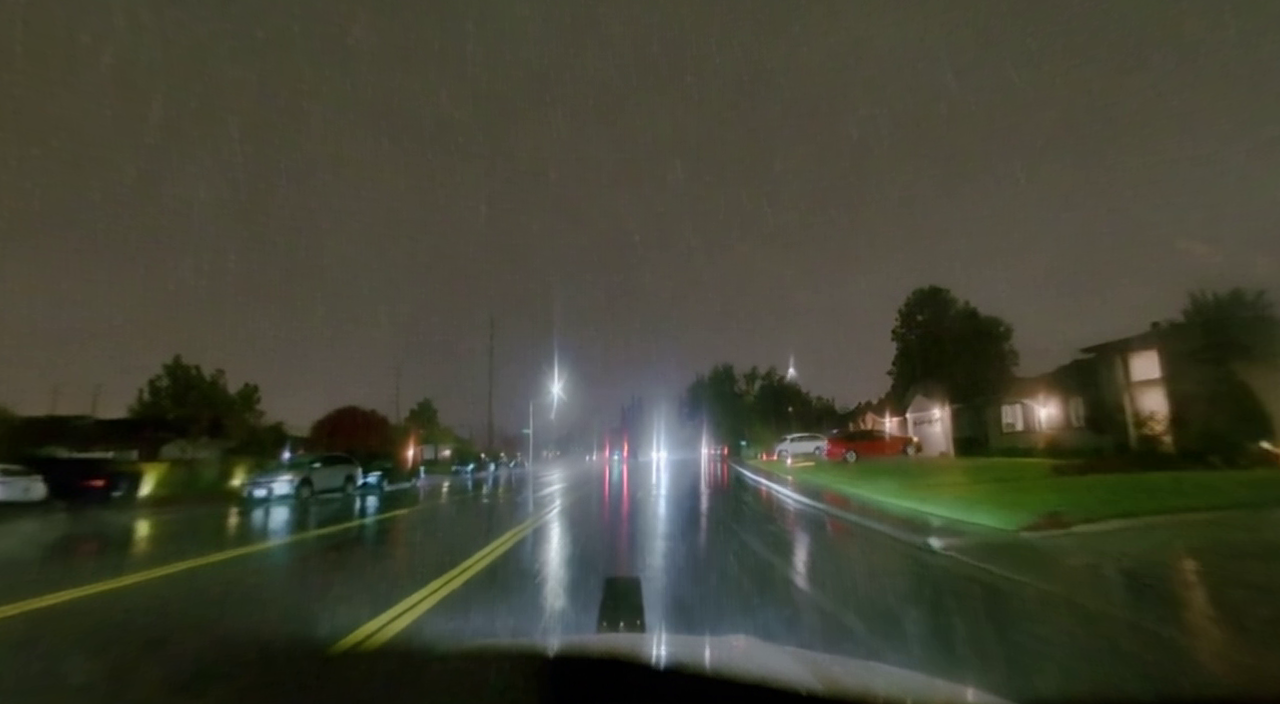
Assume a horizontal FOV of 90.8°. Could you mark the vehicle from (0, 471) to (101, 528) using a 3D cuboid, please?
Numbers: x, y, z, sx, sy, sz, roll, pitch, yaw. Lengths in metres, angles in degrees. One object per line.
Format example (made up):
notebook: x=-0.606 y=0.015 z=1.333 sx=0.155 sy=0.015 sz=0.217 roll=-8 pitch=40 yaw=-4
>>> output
vehicle: x=-18.416 y=4.246 z=18.245 sx=1.872 sy=1.396 sz=4.150 roll=-1 pitch=-8 yaw=3

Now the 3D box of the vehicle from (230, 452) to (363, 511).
vehicle: x=-13.637 y=5.100 z=25.577 sx=2.157 sy=1.882 sz=5.479 roll=-5 pitch=-9 yaw=3

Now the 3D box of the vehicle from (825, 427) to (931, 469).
vehicle: x=11.694 y=4.762 z=31.299 sx=4.383 sy=1.602 sz=1.920 roll=-5 pitch=-9 yaw=2

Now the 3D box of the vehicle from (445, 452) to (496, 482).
vehicle: x=-12.024 y=8.163 z=45.094 sx=2.009 sy=1.789 sz=4.449 roll=-5 pitch=-9 yaw=6

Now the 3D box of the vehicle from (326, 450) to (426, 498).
vehicle: x=-13.189 y=6.096 z=32.075 sx=2.114 sy=1.931 sz=5.936 roll=-7 pitch=-9 yaw=4
